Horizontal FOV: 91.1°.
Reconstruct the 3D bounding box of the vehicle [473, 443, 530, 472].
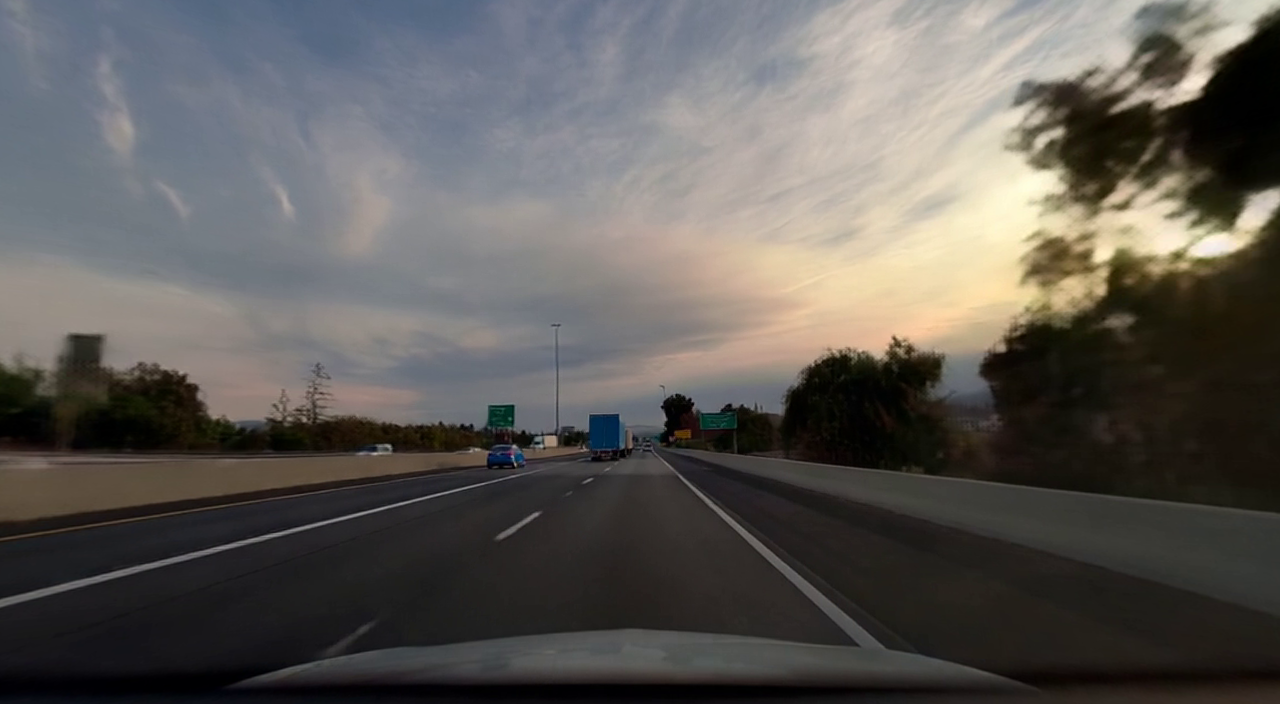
[{"bbox_3d":[-7.414,5.684,34.144,1.901,1.467,4.629,0,-8,2],"label":"vehicle"}]
